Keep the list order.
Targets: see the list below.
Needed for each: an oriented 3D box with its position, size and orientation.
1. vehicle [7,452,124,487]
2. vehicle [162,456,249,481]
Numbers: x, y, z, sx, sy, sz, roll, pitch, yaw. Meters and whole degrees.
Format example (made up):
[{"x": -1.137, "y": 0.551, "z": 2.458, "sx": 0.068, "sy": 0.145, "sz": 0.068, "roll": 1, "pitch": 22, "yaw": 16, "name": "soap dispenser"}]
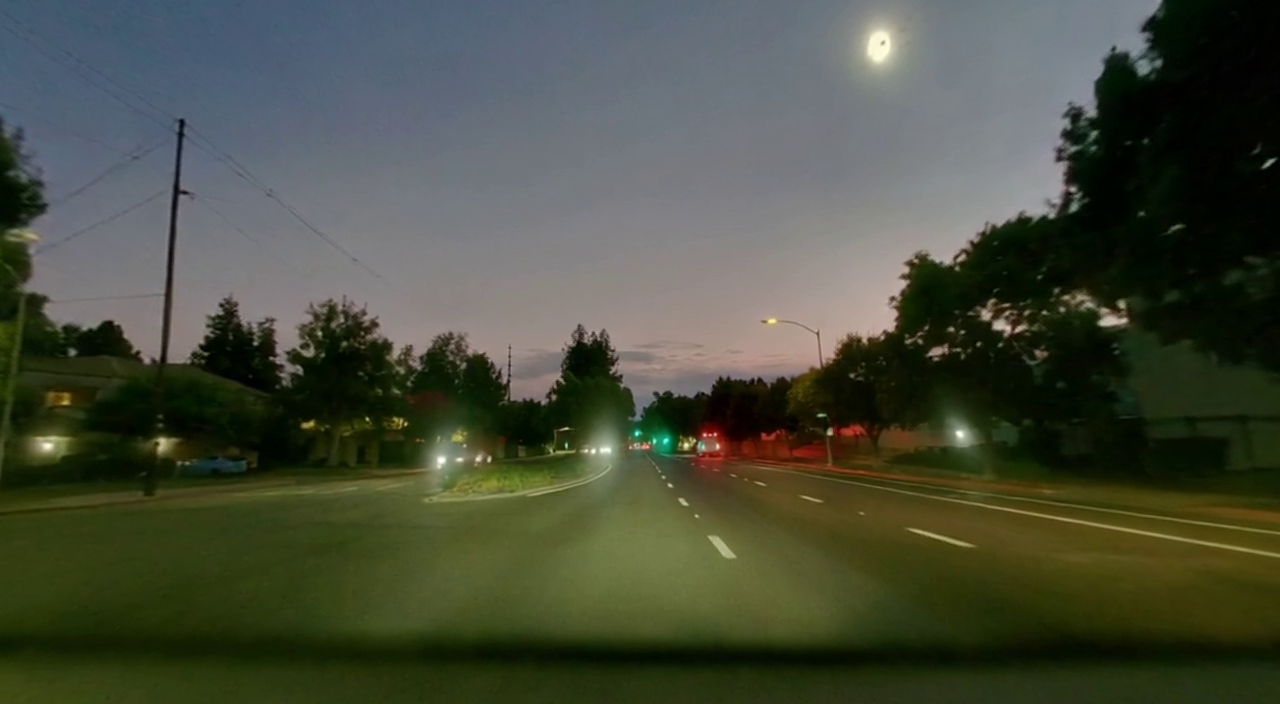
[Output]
[{"x": -35.346, "y": 7.214, "z": 39.100, "sx": 2.094, "sy": 1.839, "sz": 5.001, "roll": -4, "pitch": -9, "yaw": 11, "name": "vehicle"}, {"x": -29.019, "y": 7.785, "z": 42.354, "sx": 1.898, "sy": 1.489, "sz": 4.667, "roll": -2, "pitch": -9, "yaw": 13, "name": "vehicle"}]
